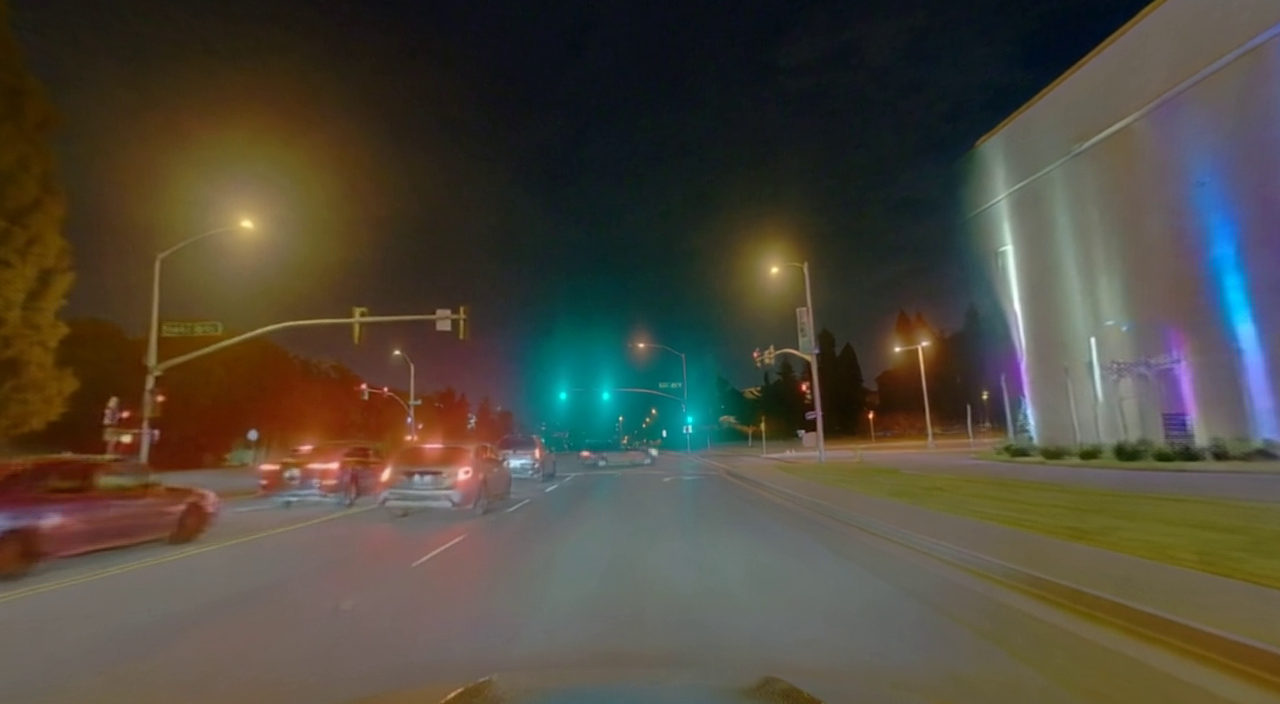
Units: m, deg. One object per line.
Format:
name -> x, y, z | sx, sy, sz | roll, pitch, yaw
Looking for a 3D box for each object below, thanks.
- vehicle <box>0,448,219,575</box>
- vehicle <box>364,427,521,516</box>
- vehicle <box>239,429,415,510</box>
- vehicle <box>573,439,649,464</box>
vehicle -> -8.357, 2.047, 8.590 | 2.030, 1.440, 4.464 | 0, -9, 1
vehicle -> -4.122, 2.573, 13.997 | 2.043, 1.636, 4.320 | 0, -9, 1
vehicle -> -8.010, 3.043, 16.768 | 2.152, 1.813, 4.751 | 0, -9, 1
vehicle -> -1.801, 6.347, 40.157 | 4.767, 1.524, 1.929 | 0, -8, 1
